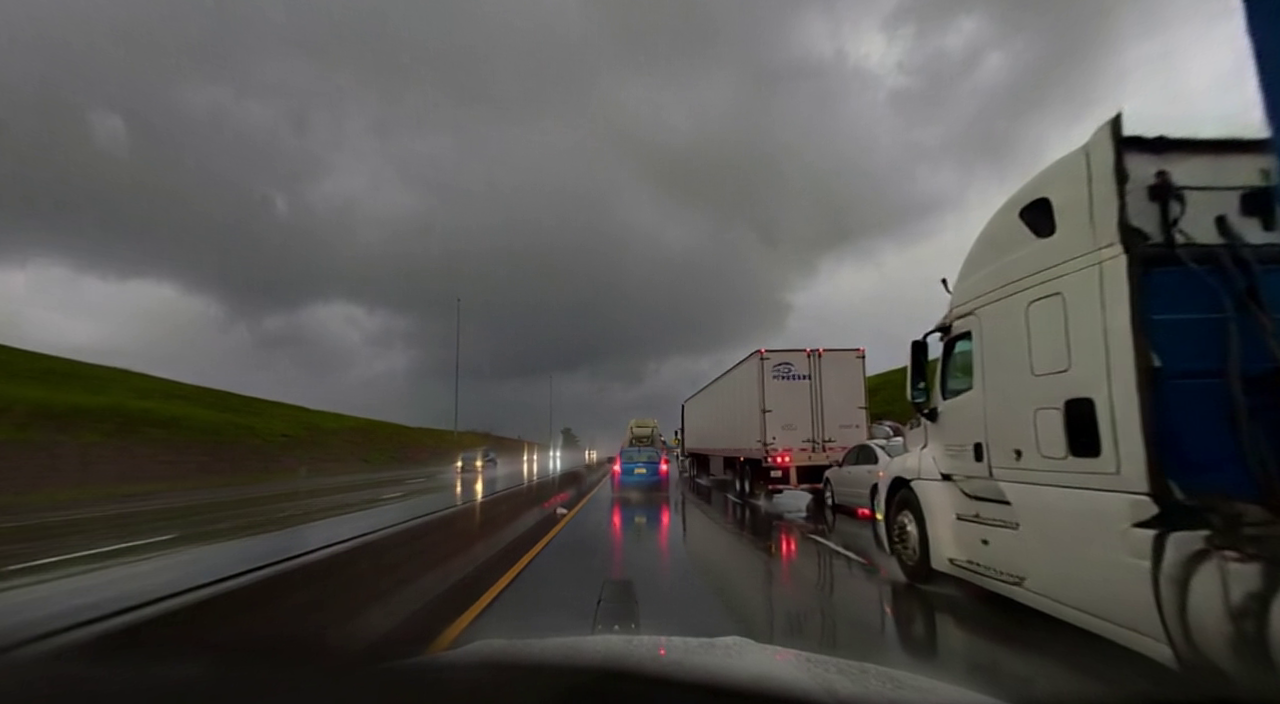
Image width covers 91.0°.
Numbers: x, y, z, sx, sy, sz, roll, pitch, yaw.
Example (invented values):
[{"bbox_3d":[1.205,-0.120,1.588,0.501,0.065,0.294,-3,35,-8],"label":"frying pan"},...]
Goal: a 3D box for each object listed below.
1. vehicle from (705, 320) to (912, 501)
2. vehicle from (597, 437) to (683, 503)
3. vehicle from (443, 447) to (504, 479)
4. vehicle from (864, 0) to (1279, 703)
[{"bbox_3d":[4.383,2.012,19.530,3.235,4.197,9.908,0,-8,-3],"label":"vehicle"},{"bbox_3d":[-0.030,3.066,16.841,2.045,1.507,3.763,0,-8,-1],"label":"vehicle"},{"bbox_3d":[-9.818,6.576,37.487,2.259,1.699,4.510,-1,-8,2],"label":"vehicle"},{"bbox_3d":[4.235,-0.062,3.727,3.150,4.051,6.527,0,-8,-1],"label":"vehicle"}]
